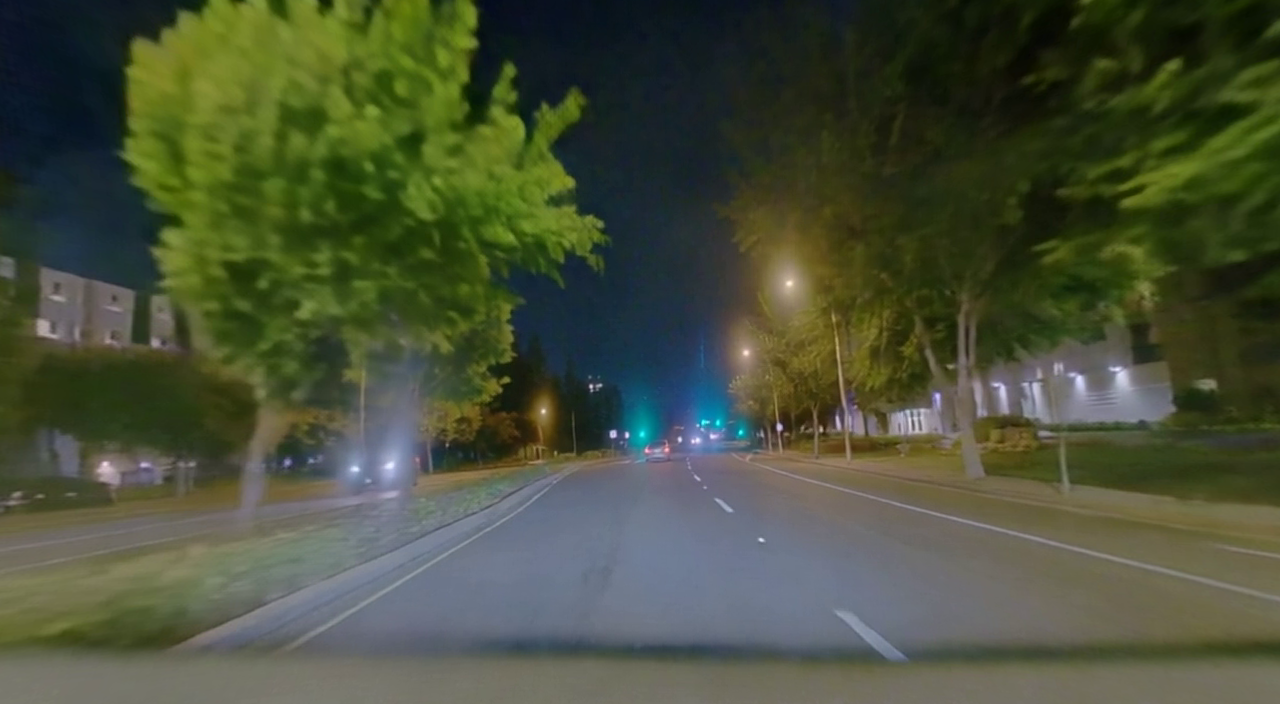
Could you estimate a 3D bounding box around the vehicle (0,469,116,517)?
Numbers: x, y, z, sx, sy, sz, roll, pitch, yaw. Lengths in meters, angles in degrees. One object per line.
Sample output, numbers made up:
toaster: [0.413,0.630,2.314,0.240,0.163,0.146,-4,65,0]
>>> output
vehicle: [-25.530,6.054,27.350,1.956,1.637,4.323,-4,-8,1]

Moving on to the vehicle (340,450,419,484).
vehicle: [-15.659,6.917,38.362,2.292,1.843,5.642,-1,-8,1]

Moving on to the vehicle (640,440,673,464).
vehicle: [1.190,6.894,43.717,2.037,1.568,3.693,-1,-8,4]
